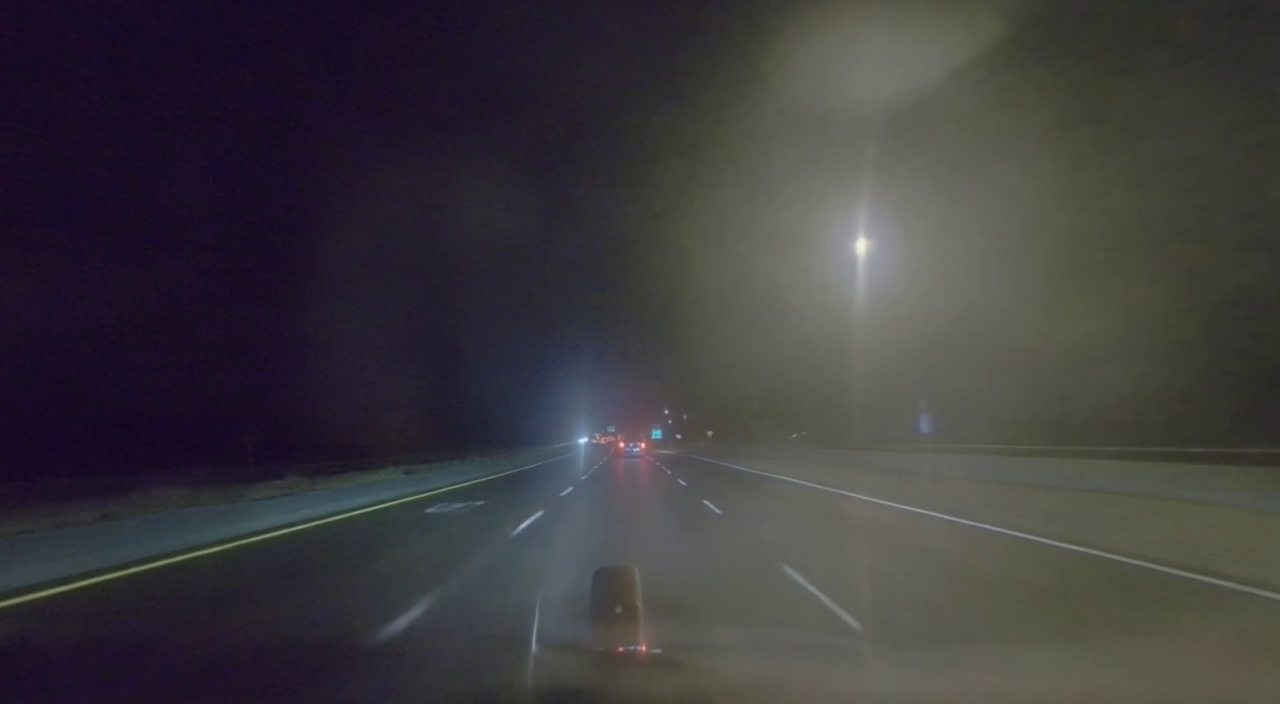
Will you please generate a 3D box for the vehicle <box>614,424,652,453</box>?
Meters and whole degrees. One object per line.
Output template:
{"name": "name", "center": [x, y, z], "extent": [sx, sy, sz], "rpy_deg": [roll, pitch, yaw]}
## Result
{"name": "vehicle", "center": [-0.491, 5.309, 38.701], "extent": [2.157, 1.647, 4.524], "rpy_deg": [0, -8, -3]}
